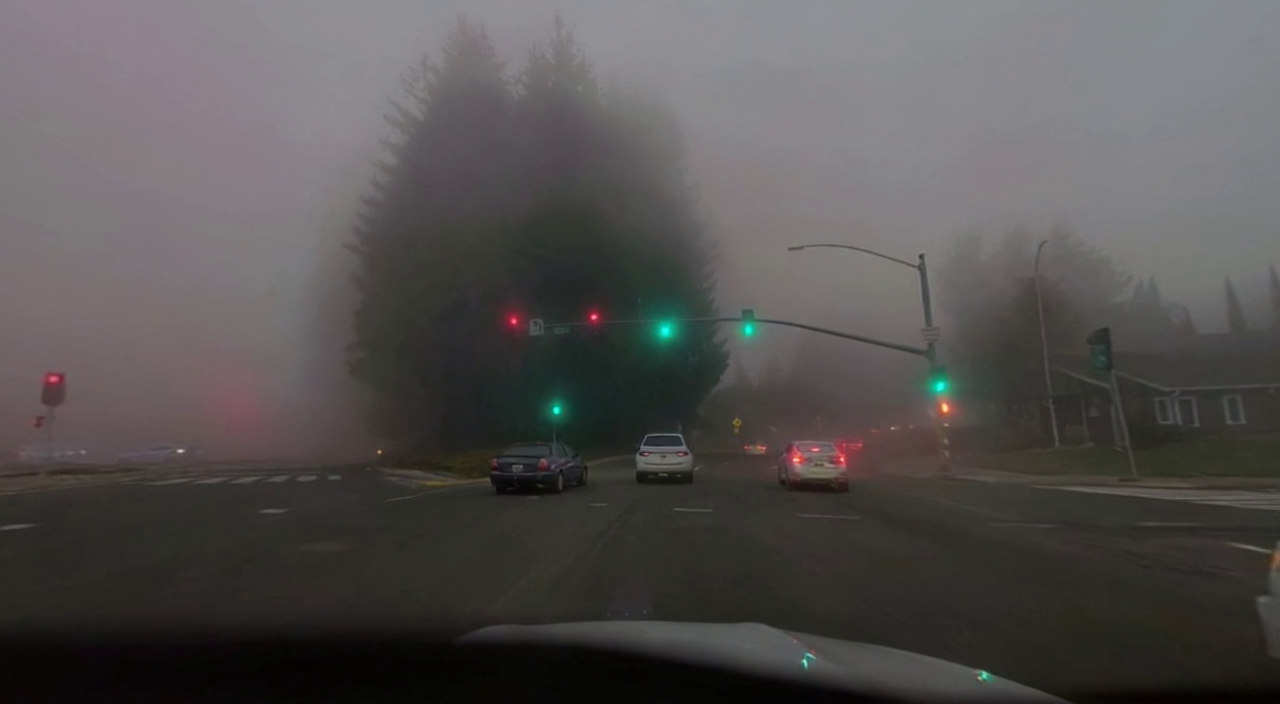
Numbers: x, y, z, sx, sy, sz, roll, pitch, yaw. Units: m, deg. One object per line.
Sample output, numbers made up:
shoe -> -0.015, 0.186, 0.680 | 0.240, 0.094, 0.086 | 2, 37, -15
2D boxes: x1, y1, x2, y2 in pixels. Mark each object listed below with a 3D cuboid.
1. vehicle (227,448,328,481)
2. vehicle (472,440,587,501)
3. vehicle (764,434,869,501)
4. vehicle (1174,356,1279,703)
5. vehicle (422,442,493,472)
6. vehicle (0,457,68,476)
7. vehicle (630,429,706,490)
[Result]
vehicle -> -17.381, 5.385, 30.546 | 1.869, 1.449, 4.417 | -1, -9, 7
vehicle -> -2.901, 3.235, 17.709 | 2.006, 1.464, 4.586 | -1, -9, 5
vehicle -> 4.423, 2.940, 16.364 | 1.859, 1.540, 3.454 | -1, -9, 3
vehicle -> 3.481, 0.541, 0.445 | 2.106, 1.636, 4.655 | 0, -9, 0
vehicle -> -9.898, 5.725, 34.605 | 2.009, 1.527, 4.534 | -2, -9, 9
vehicle -> -47.336, 8.918, 49.212 | 3.648, 1.387, 1.853 | -1, -9, 7
vehicle -> 1.031, 3.501, 20.847 | 2.250, 1.768, 4.574 | -1, -9, 5
